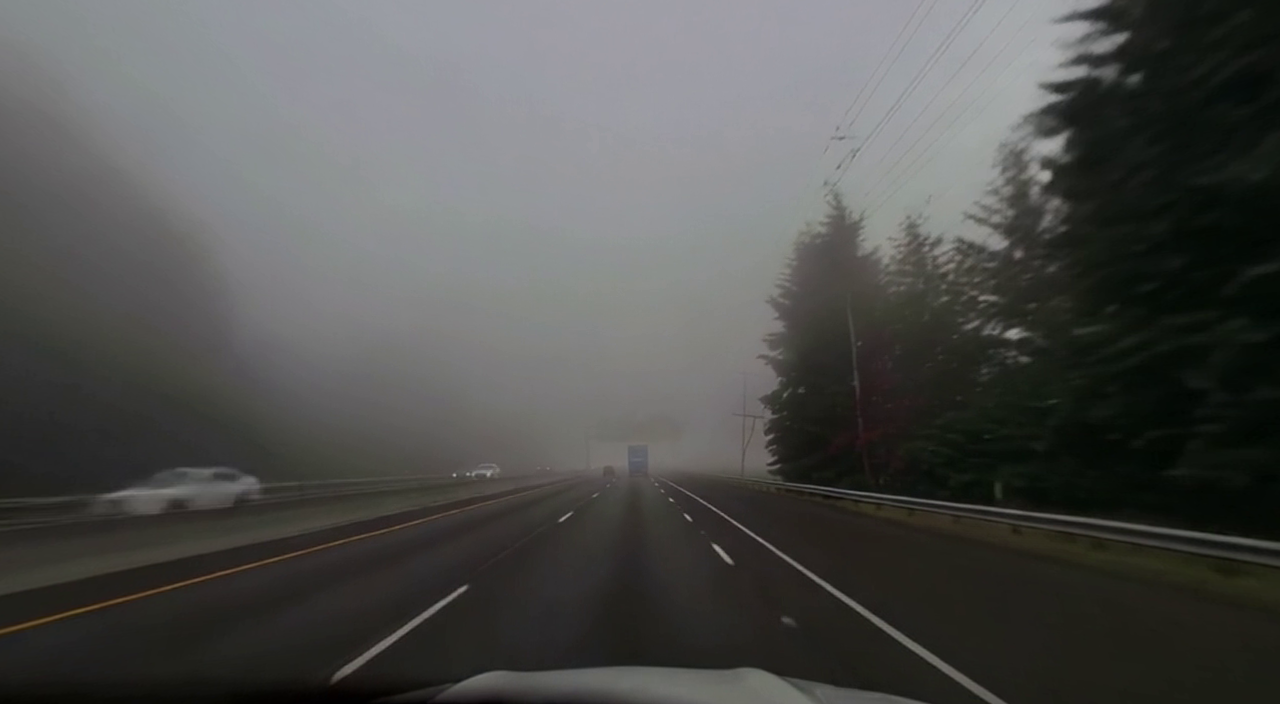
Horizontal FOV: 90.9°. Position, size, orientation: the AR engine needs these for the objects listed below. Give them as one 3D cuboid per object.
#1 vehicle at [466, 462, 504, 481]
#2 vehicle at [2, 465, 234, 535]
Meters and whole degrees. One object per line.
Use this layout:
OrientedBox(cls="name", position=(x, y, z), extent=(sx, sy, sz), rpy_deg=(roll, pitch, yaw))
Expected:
OrientedBox(cls="vehicle", position=(-11.889, 9.211, 48.604), extent=(1.877, 1.429, 3.879), rpy_deg=(0, -11, 0))
OrientedBox(cls="vehicle", position=(-12.471, 3.535, 15.564), extent=(1.945, 1.434, 4.412), rpy_deg=(0, -10, -1))
